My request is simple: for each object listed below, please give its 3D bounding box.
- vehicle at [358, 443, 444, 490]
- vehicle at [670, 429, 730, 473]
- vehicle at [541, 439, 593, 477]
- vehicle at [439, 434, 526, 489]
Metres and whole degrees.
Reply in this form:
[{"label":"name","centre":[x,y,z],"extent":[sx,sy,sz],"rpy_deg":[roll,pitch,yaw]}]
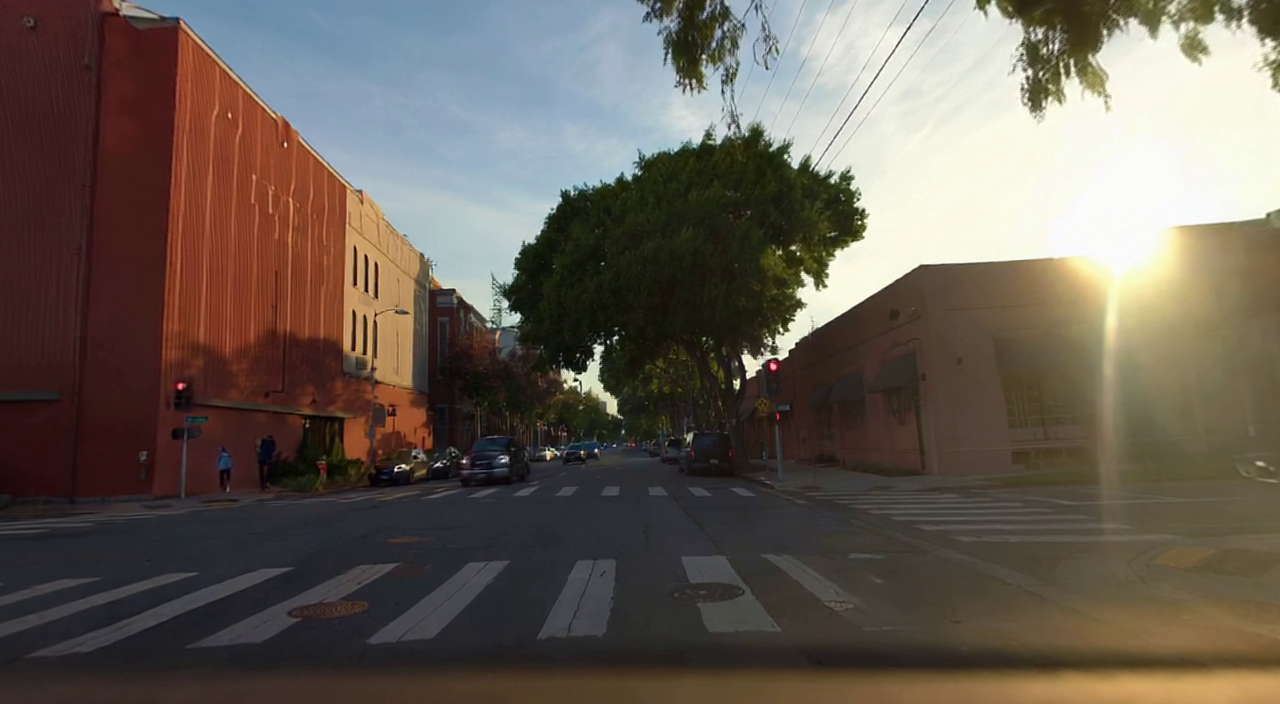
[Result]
[{"label":"vehicle","centre":[-9.912,4.748,26.582],"extent":[2.216,1.804,4.526],"rpy_deg":[1,-8,-6]},{"label":"vehicle","centre":[3.101,5.308,34.032],"extent":[2.557,2.188,5.164],"rpy_deg":[1,-8,-2]},{"label":"vehicle","centre":[-3.268,4.850,29.128],"extent":[2.033,1.596,4.142],"rpy_deg":[0,-8,-2]},{"label":"vehicle","centre":[-5.908,4.140,24.324],"extent":[2.242,1.887,4.924],"rpy_deg":[0,-8,-2]}]
